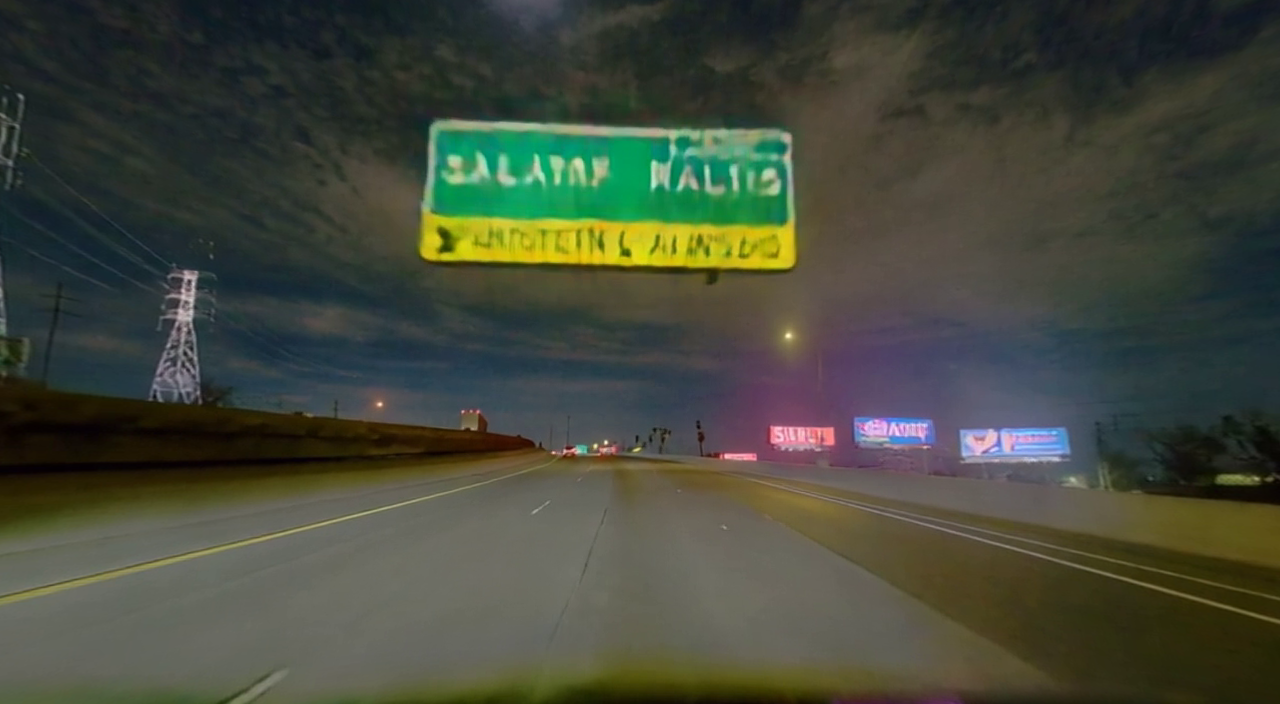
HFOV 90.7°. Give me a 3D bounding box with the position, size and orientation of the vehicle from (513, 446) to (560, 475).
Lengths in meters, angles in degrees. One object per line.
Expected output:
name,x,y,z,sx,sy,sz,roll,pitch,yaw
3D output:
vehicle,-5.438,5.740,33.622,1.921,1.420,4.078,0,-9,-2
